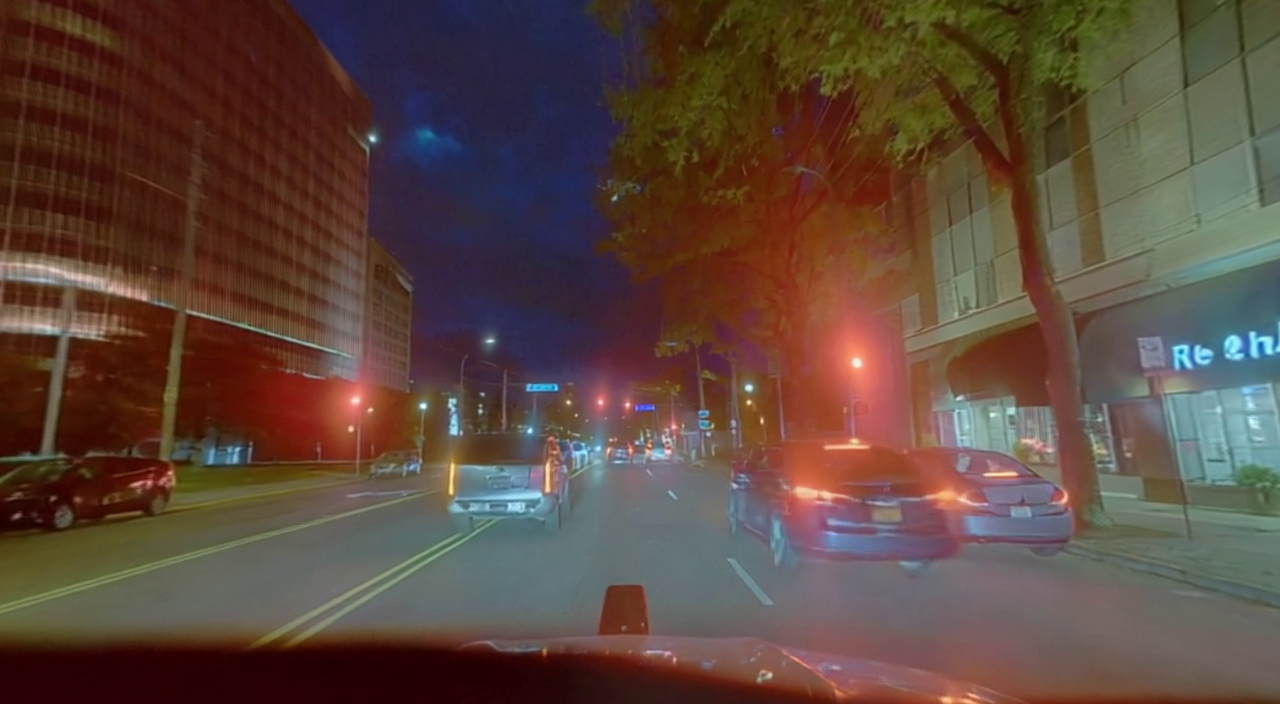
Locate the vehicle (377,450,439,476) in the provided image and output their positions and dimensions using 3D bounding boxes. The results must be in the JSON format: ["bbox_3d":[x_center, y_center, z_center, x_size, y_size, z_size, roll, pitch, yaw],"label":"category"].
[{"bbox_3d":[-14.115,6.744,38.665,2.075,1.472,4.638,0,-9,0],"label":"vehicle"}]

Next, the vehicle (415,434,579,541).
[{"bbox_3d":[-2.312,2.195,10.972,2.169,1.427,4.531,1,-9,-9],"label":"vehicle"}]

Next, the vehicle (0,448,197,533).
[{"bbox_3d":[-13.357,3.218,15.346,2.000,1.708,4.494,1,-9,-3],"label":"vehicle"}]

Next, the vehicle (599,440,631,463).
[{"bbox_3d":[-1.756,6.819,43.350,2.102,1.521,4.078,1,-9,-3],"label":"vehicle"}]

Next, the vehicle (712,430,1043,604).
[{"bbox_3d":[2.311,1.760,7.710,2.150,1.464,4.467,1,-9,-2],"label":"vehicle"}]
